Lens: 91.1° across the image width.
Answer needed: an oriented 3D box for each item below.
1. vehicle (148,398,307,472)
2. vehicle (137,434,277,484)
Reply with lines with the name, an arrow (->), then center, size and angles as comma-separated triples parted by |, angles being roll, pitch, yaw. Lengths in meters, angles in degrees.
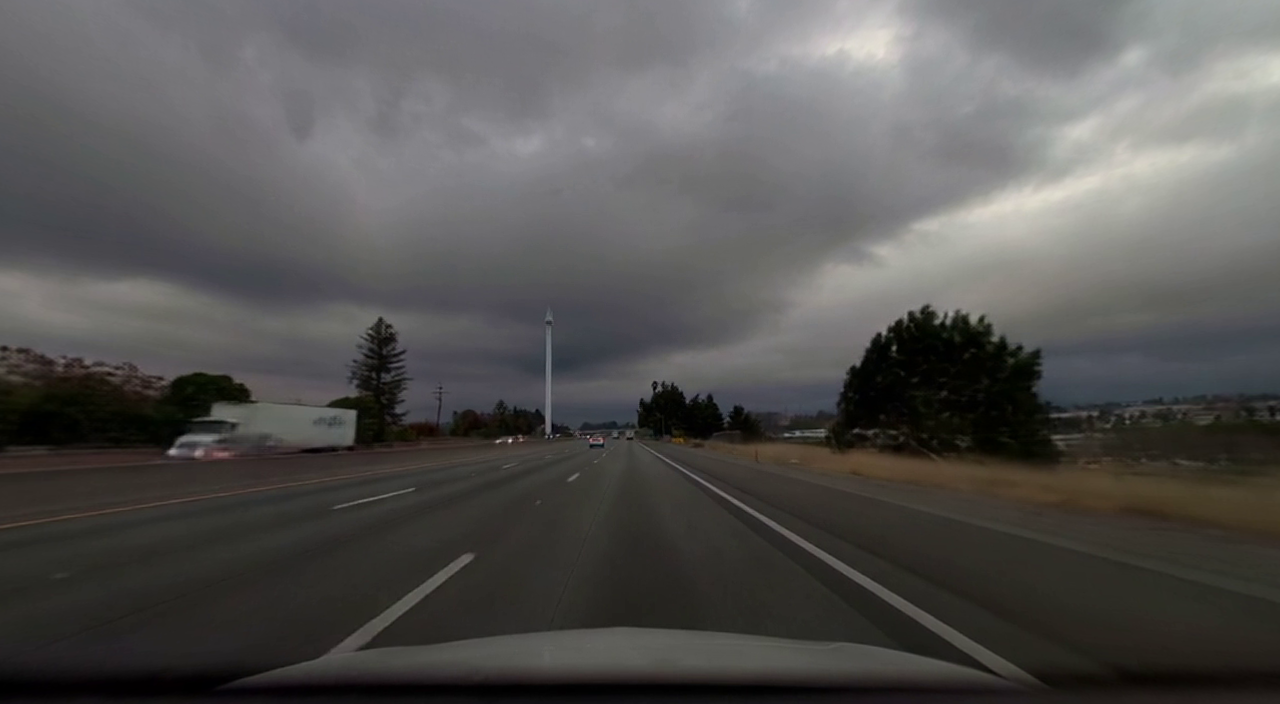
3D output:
vehicle -> -25.281, 5.212, 39.582 | 2.997, 4.015, 10.450 | 0, -8, -1
vehicle -> -16.790, 4.137, 24.785 | 2.164, 1.749, 4.744 | 0, -8, -1
